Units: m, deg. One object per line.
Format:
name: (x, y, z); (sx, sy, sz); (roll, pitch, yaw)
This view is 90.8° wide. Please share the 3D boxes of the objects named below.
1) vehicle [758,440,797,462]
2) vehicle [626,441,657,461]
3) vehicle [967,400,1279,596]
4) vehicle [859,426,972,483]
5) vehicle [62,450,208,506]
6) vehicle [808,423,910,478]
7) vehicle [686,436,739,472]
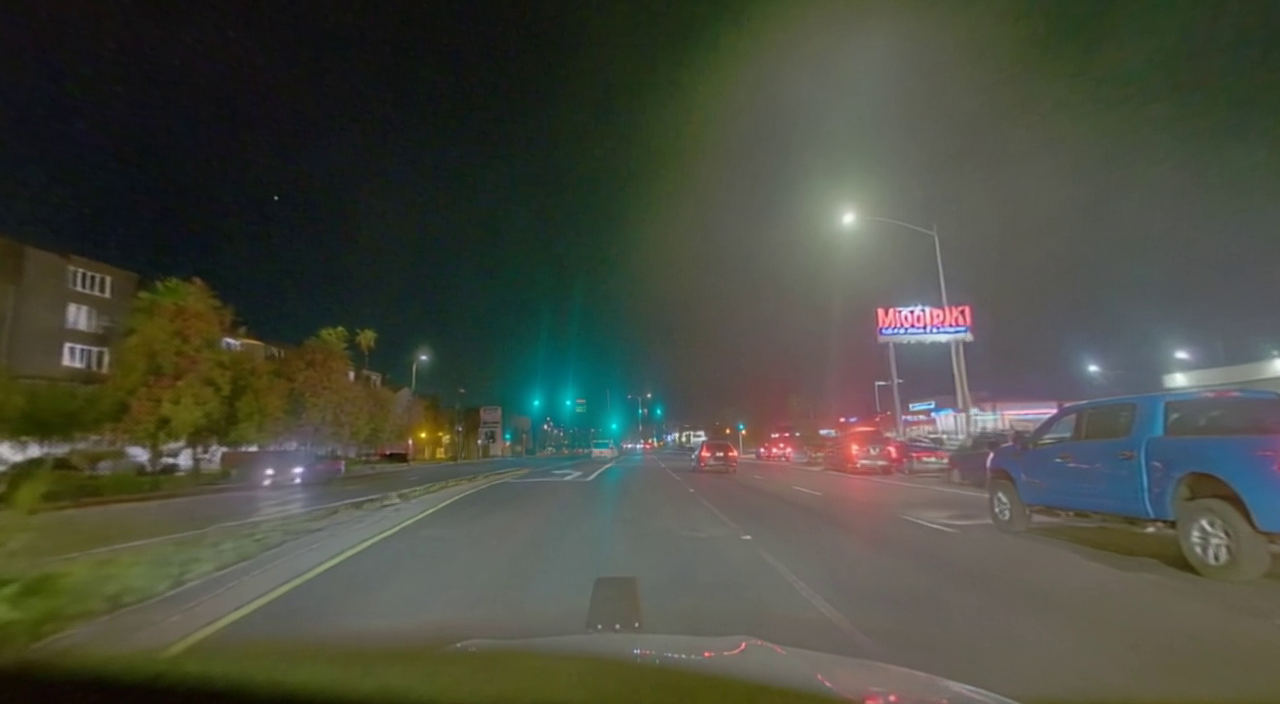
vehicle: (10.505, 7.587, 48.630); (1.965, 1.573, 4.308); (0, -8, -1)
vehicle: (0.115, 7.657, 49.138); (2.258, 1.468, 4.076); (0, -8, 0)
vehicle: (6.361, 1.528, 7.410); (2.140, 1.606, 5.437); (0, -8, 0)
vehicle: (10.352, 3.890, 24.273); (1.963, 1.917, 5.116); (0, -8, 0)
vehicle: (-18.921, 4.692, 23.989); (1.913, 1.679, 4.543); (-6, -8, -1)
vehicle: (10.269, 4.686, 30.420); (2.555, 2.184, 6.973); (4, -8, 1)
vehicle: (3.293, 4.769, 29.607); (1.889, 1.541, 4.303); (0, -8, -1)
